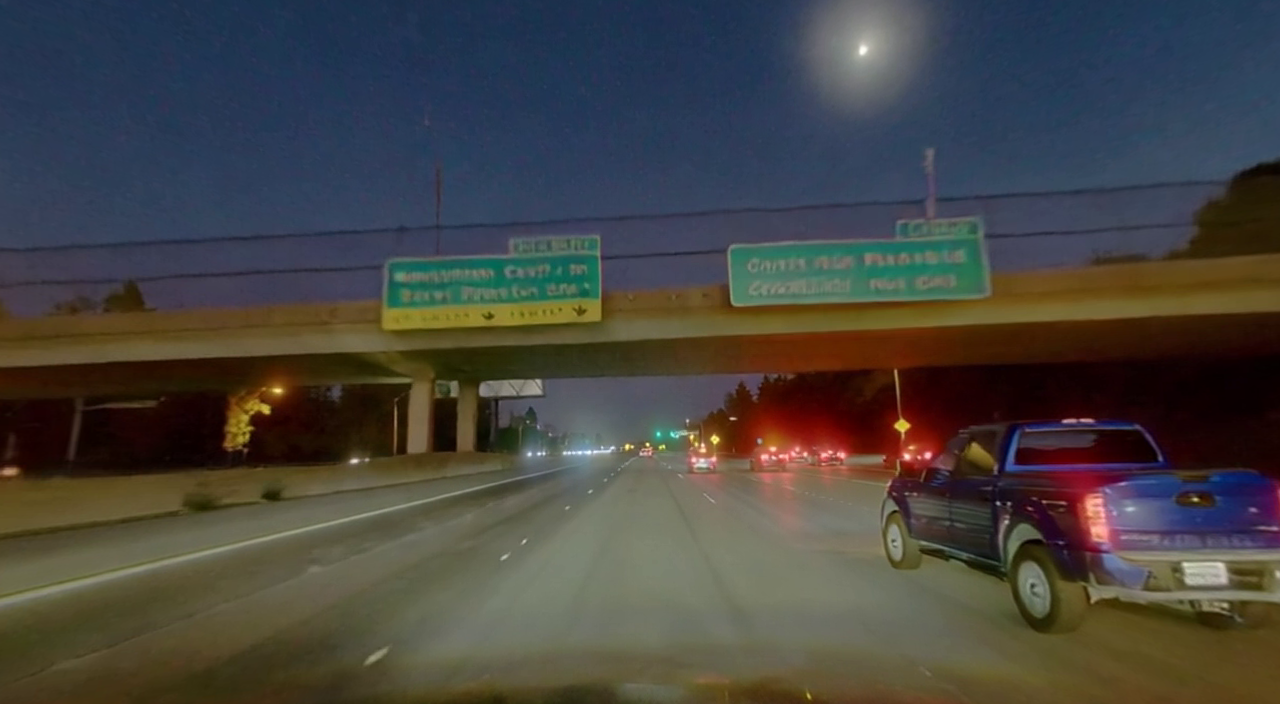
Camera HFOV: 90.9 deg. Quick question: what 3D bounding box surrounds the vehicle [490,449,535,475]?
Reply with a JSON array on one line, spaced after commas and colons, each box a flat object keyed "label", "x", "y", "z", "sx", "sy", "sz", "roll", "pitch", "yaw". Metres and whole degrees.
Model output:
[{"label": "vehicle", "x": -7.954, "y": 6.876, "z": 39.746, "sx": 1.920, "sy": 1.491, "sz": 4.155, "roll": -1, "pitch": -8, "yaw": 0}]

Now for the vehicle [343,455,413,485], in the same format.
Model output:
[{"label": "vehicle", "x": -14.773, "y": 6.648, "z": 35.839, "sx": 1.933, "sy": 1.452, "sz": 4.676, "roll": -1, "pitch": -8, "yaw": 1}]

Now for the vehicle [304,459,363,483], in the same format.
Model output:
[{"label": "vehicle", "x": -21.919, "y": 8.478, "z": 45.312, "sx": 1.801, "sy": 1.487, "sz": 4.731, "roll": -1, "pitch": -8, "yaw": 1}]

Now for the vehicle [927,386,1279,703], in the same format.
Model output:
[{"label": "vehicle", "x": 3.287, "y": 0.904, "z": 2.391, "sx": 2.119, "sy": 1.524, "sz": 4.807, "roll": -1, "pitch": -8, "yaw": 0}]

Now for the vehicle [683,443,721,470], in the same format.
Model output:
[{"label": "vehicle", "x": 3.954, "y": 6.728, "z": 40.868, "sx": 2.014, "sy": 1.643, "sz": 4.039, "roll": 0, "pitch": -8, "yaw": -1}]
